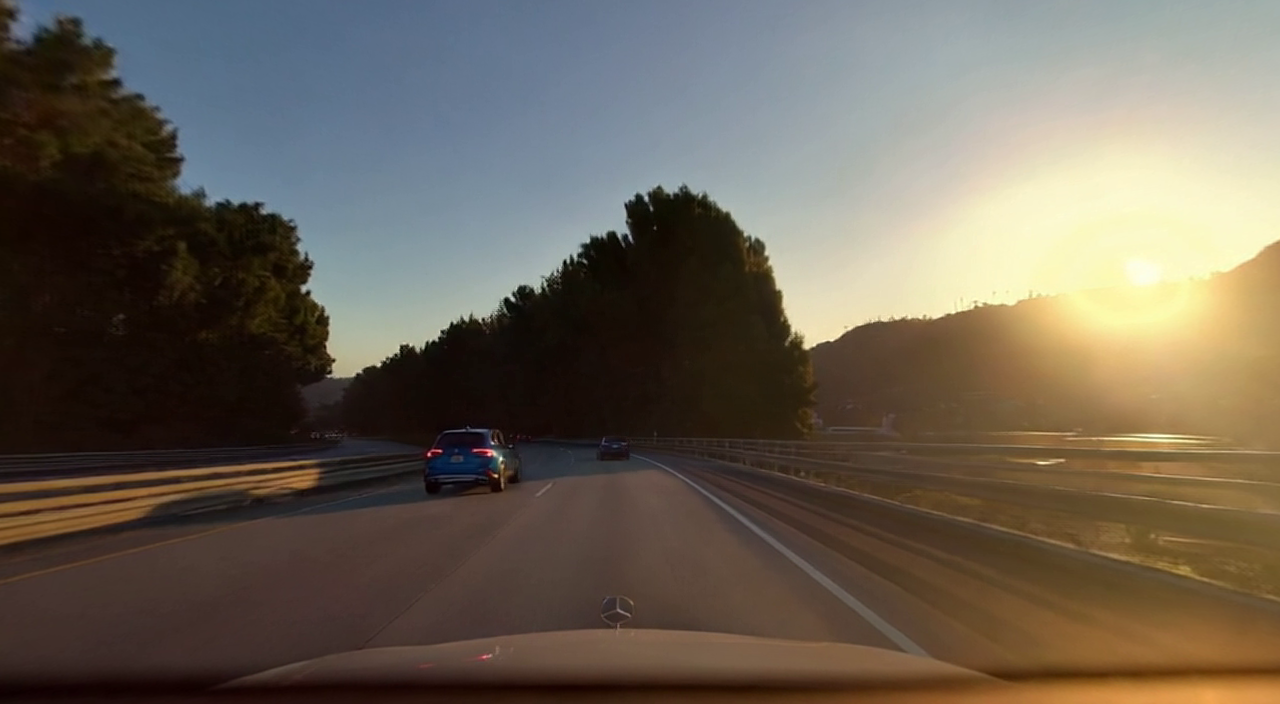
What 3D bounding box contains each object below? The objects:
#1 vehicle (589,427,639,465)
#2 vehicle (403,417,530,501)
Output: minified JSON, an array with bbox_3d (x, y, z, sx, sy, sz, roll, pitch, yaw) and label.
[{"bbox_3d":[-1.438,4.920,33.334,2.452,1.857,4.022,1,-8,-5],"label":"vehicle"},{"bbox_3d":[-4.241,2.688,16.342,2.053,1.847,4.760,0,-8,-2],"label":"vehicle"}]
